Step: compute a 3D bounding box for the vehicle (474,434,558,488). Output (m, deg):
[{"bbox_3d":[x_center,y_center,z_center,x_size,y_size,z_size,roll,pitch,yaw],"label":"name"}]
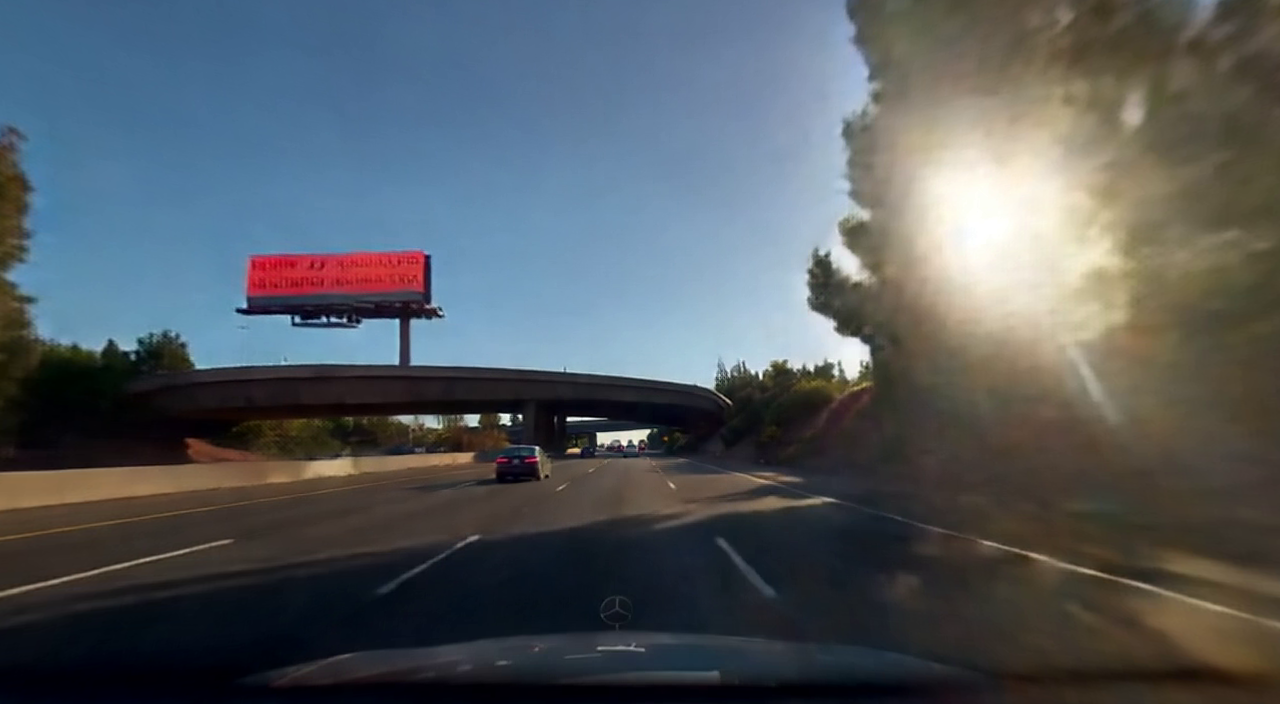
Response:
[{"bbox_3d":[-4.329,3.894,22.919,2.102,1.727,4.704,0,-9,0],"label":"vehicle"}]
